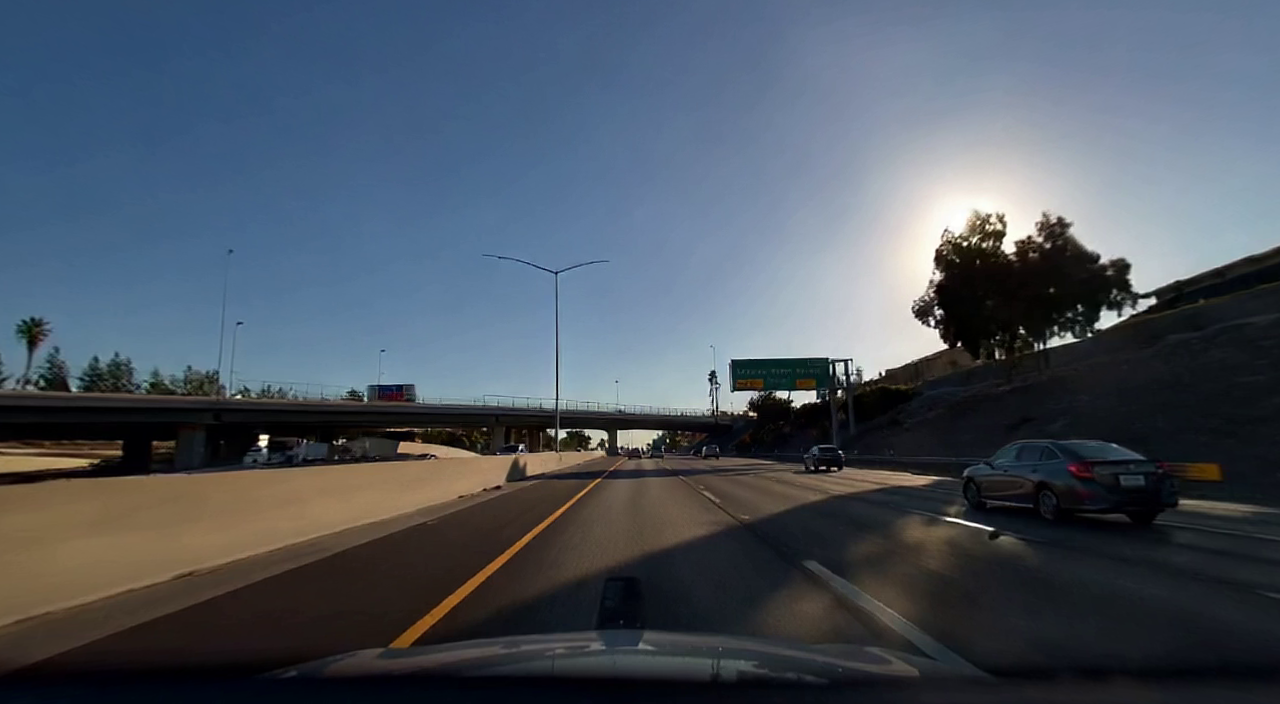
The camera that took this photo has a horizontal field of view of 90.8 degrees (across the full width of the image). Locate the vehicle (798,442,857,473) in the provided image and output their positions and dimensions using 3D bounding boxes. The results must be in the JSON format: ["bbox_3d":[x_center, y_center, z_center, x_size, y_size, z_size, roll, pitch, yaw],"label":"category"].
[{"bbox_3d":[10.978,6.177,37.294,2.068,1.680,4.361,-1,-8,0],"label":"vehicle"}]

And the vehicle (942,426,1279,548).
[{"bbox_3d":[7.207,2.089,10.529,1.901,1.548,4.684,0,-9,-2],"label":"vehicle"}]
